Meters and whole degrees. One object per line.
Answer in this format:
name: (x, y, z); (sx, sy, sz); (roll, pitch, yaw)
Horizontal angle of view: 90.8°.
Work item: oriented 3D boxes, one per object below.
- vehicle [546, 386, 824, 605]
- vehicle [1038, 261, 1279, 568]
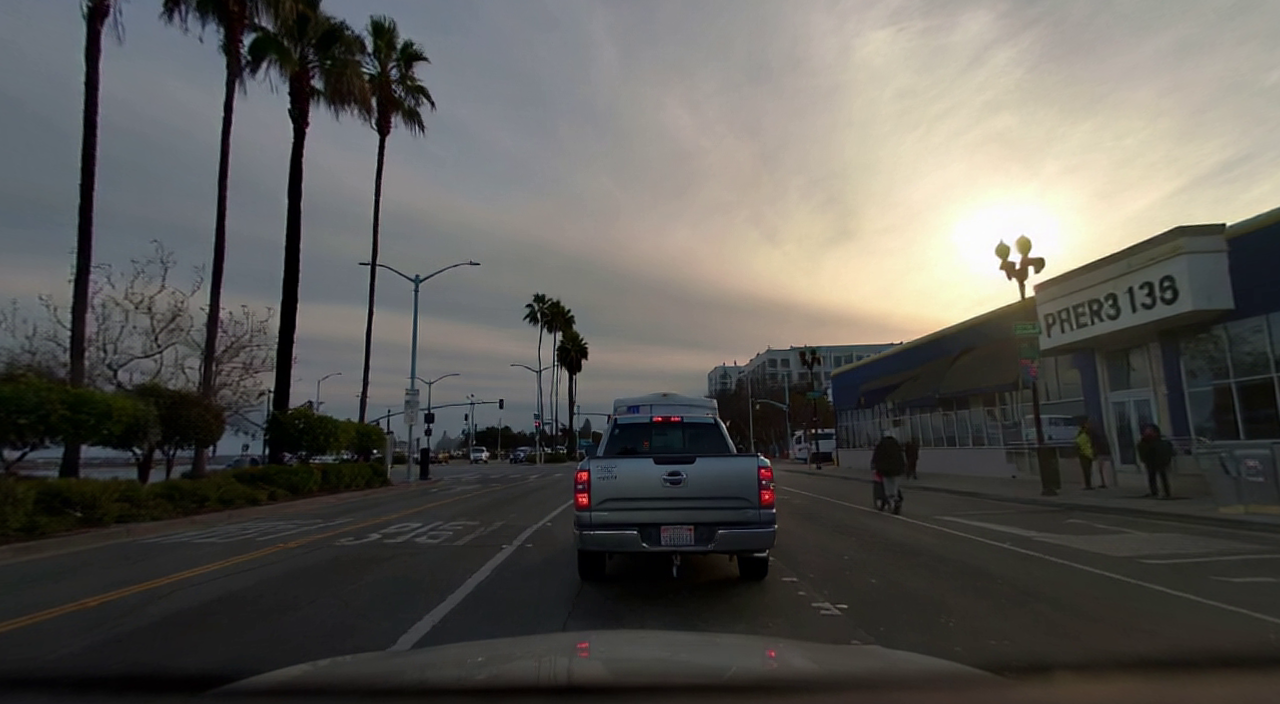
vehicle: (0.404, 1.591, 7.981); (2.311, 1.819, 5.255); (0, -8, 1)
vehicle: (7.907, 0.880, 8.603); (2.666, 3.345, 3.622); (-1, -9, 7)
